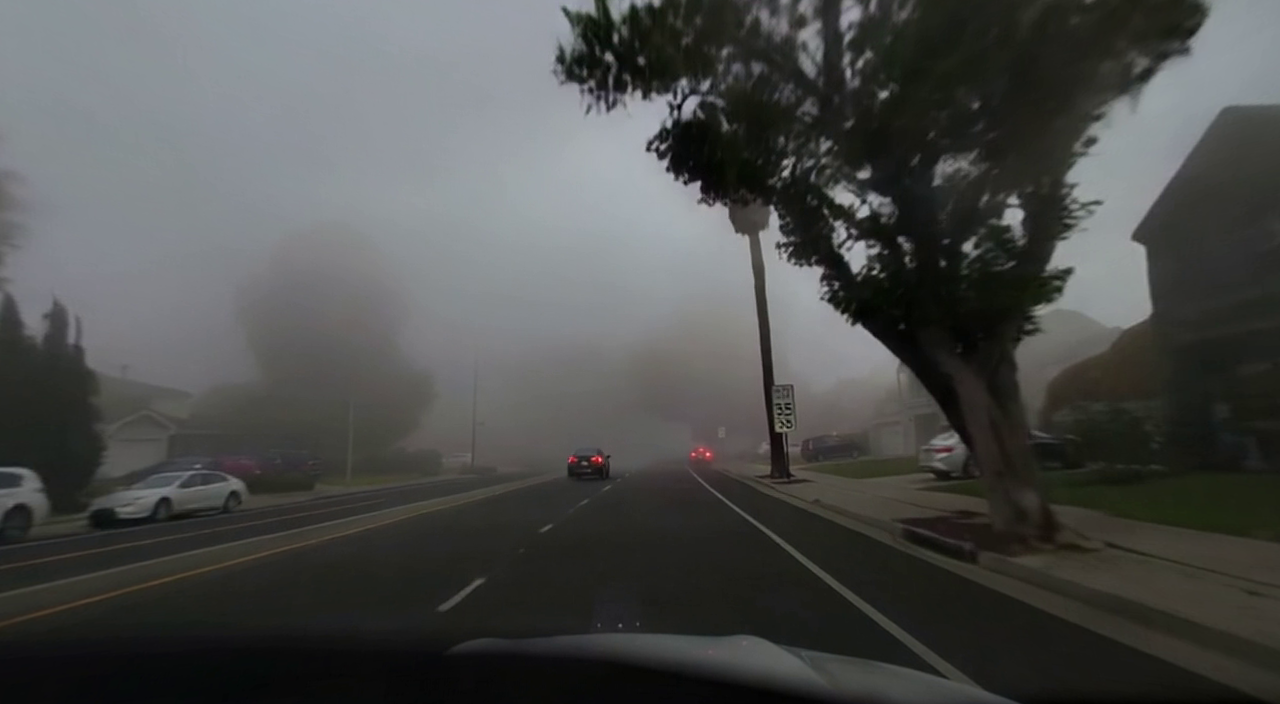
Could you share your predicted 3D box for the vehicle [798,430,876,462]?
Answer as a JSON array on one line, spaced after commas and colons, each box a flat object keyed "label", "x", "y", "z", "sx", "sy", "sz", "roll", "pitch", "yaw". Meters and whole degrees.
[{"label": "vehicle", "x": 12.368, "y": 5.922, "z": 39.709, "sx": 4.531, "sy": 1.864, "sz": 2.037, "roll": 5, "pitch": -10, "yaw": -29}]

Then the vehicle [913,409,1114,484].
[{"label": "vehicle", "x": 10.959, "y": 2.843, "z": 18.871, "sx": 4.549, "sy": 1.672, "sz": 2.008, "roll": -6, "pitch": -10, "yaw": 2}]

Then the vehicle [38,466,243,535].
[{"label": "vehicle", "x": -13.535, "y": 4.009, "z": 17.591, "sx": 1.995, "sy": 1.482, "sz": 4.448, "roll": -4, "pitch": -10, "yaw": 2}]

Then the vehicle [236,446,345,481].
[{"label": "vehicle", "x": -20.188, "y": 6.468, "z": 36.713, "sx": 4.942, "sy": 1.932, "sz": 2.247, "roll": 0, "pitch": -9, "yaw": -2}]

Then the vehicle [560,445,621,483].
[{"label": "vehicle", "x": -2.017, "y": 4.715, "z": 26.884, "sx": 2.035, "sy": 1.474, "sz": 4.284, "roll": 0, "pitch": -9, "yaw": 3}]
